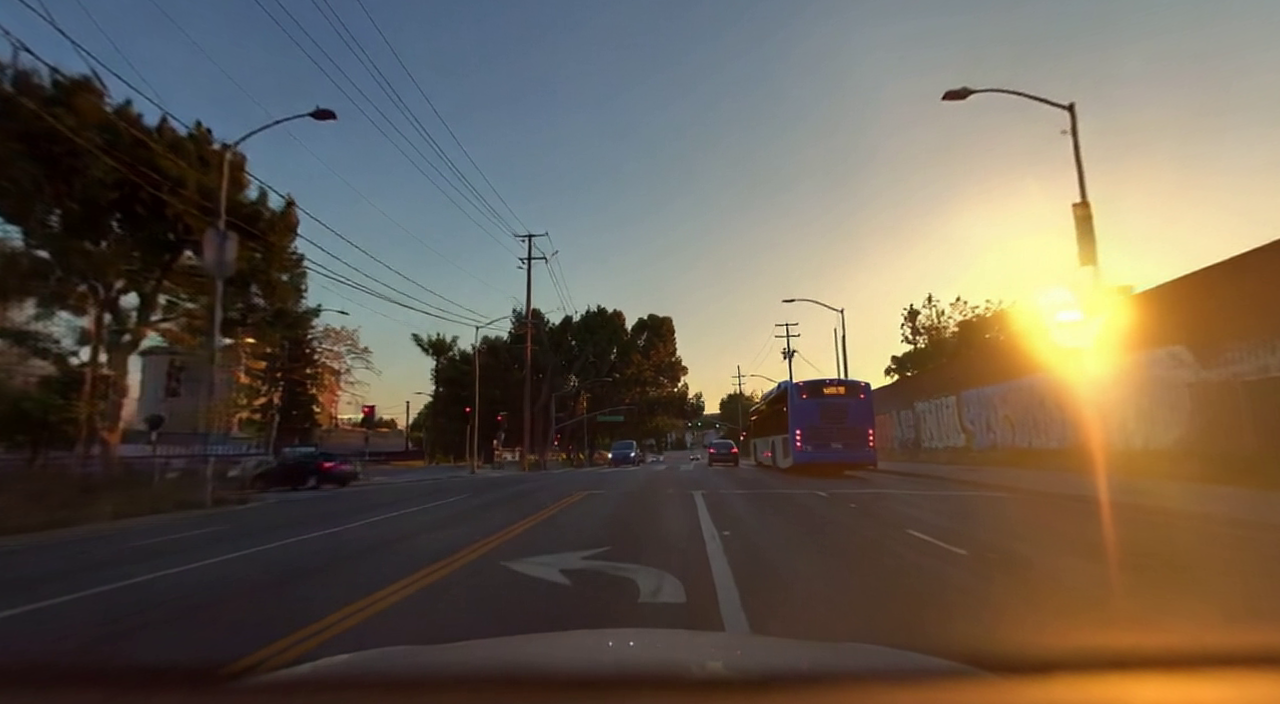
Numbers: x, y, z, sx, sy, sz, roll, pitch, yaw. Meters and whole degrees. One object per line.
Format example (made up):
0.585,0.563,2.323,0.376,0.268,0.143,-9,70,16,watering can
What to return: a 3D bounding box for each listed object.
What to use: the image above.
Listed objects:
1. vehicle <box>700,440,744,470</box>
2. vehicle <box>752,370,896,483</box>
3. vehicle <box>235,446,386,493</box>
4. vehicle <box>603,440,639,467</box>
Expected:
4.267,5.393,33.322,1.961,1.470,4.196,-1,-8,3,vehicle
6.772,3.214,25.820,3.045,3.447,12.604,-1,-8,5,vehicle
-11.759,4.175,22.681,4.420,1.544,2.018,-2,-9,11,vehicle
-1.271,7.100,44.339,2.015,1.818,4.061,-1,-8,6,vehicle
